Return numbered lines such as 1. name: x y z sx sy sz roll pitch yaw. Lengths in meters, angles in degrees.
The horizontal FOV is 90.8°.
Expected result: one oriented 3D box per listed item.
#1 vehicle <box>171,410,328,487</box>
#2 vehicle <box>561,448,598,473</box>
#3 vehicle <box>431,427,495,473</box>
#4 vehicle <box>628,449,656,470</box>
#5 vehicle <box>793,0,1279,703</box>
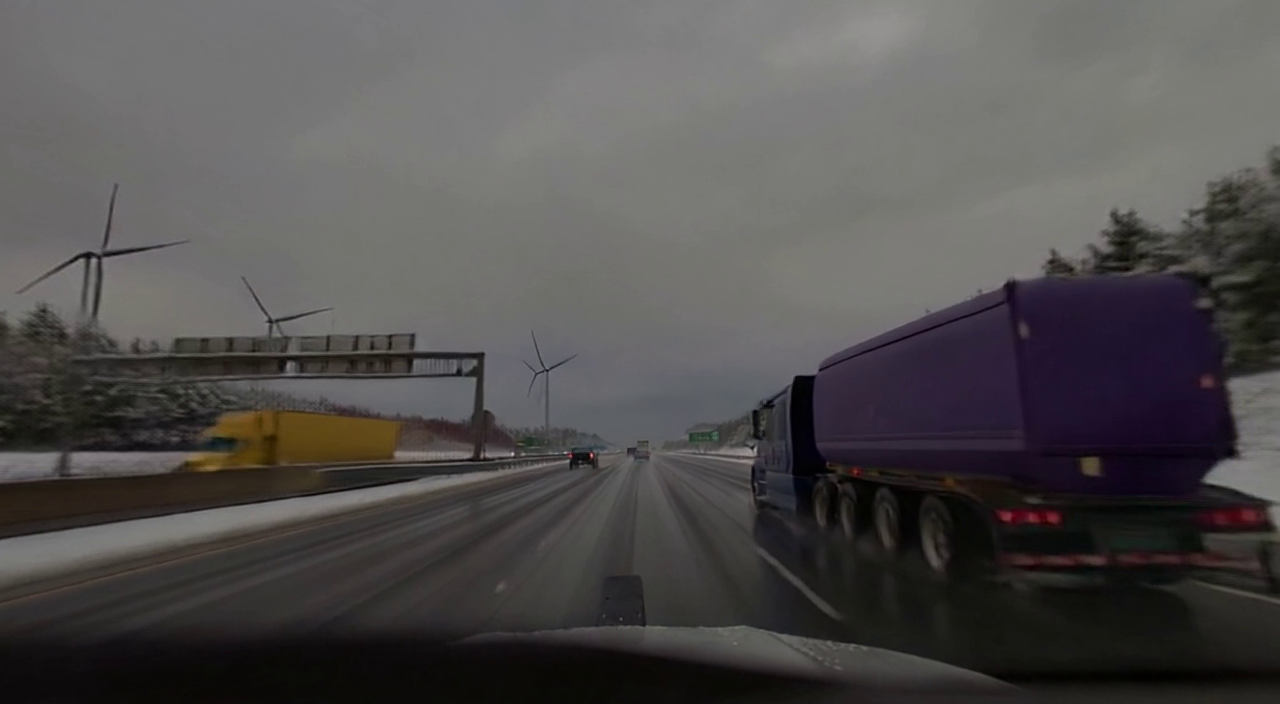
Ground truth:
1. vehicle: -19.641 4.962 32.530 2.983 3.448 7.709 0 -9 1
2. vehicle: -3.907 7.078 41.385 1.952 1.521 4.095 0 -9 1
3. vehicle: -11.852 6.651 42.876 2.445 2.805 6.838 0 -9 -1
4. vehicle: 0.130 7.825 46.285 1.931 1.453 3.695 0 -9 0
5. vehicle: 3.800 -0.288 2.386 2.947 3.989 13.568 0 -9 0
